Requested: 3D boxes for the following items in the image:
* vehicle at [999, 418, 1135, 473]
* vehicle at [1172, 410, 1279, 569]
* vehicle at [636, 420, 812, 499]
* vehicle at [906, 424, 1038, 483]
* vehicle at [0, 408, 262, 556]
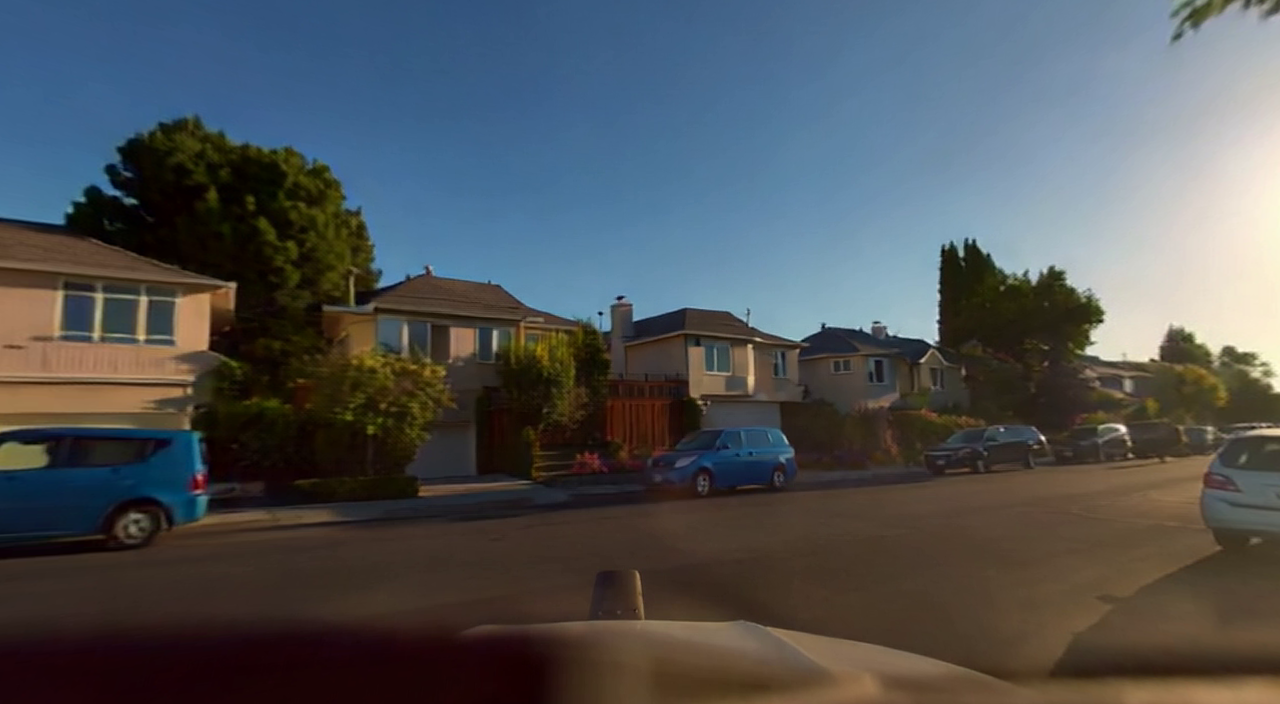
[{"bbox_3d":[14.756,3.199,21.719,4.428,1.670,1.872,3,-12,-29],"label":"vehicle"},{"bbox_3d":[8.008,1.440,6.982,4.226,1.507,2.008,5,-9,-34],"label":"vehicle"},{"bbox_3d":[1.890,2.308,13.952,3.513,1.507,1.798,5,-8,-33],"label":"vehicle"},{"bbox_3d":[9.962,2.956,18.837,3.785,1.488,1.828,3,-6,-34],"label":"vehicle"},{"bbox_3d":[-7.006,1.487,7.659,3.746,1.518,1.845,8,-8,-40],"label":"vehicle"}]
